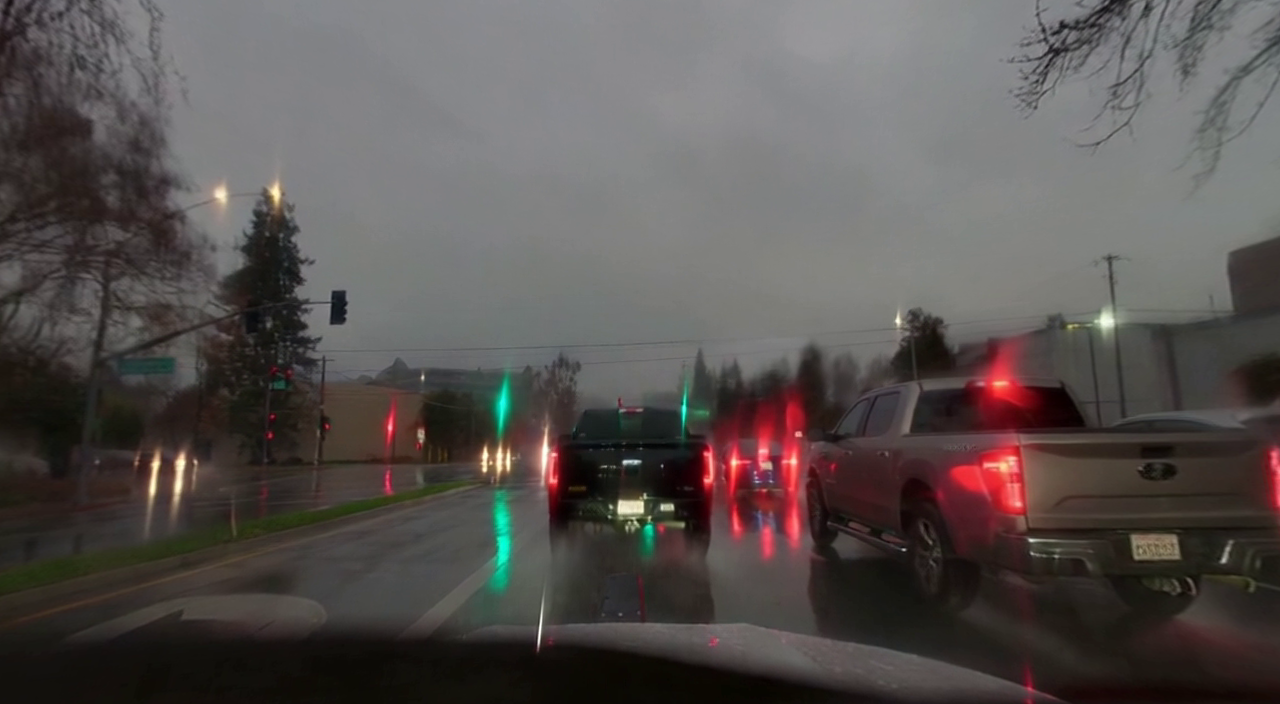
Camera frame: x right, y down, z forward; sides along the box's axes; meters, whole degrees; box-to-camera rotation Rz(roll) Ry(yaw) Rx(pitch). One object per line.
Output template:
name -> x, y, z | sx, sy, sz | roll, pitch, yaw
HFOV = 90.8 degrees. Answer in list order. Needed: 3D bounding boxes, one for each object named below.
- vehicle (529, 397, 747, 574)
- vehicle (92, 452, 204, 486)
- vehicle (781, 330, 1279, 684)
vehicle -> -0.075, 1.751, 9.102 | 2.240, 1.821, 5.001 | 0, -9, -1
vehicle -> -26.483, 6.265, 34.209 | 4.437, 1.669, 1.936 | 5, -10, -30
vehicle -> 3.323, 1.261, 6.398 | 2.412, 1.953, 5.682 | 0, -9, -1
